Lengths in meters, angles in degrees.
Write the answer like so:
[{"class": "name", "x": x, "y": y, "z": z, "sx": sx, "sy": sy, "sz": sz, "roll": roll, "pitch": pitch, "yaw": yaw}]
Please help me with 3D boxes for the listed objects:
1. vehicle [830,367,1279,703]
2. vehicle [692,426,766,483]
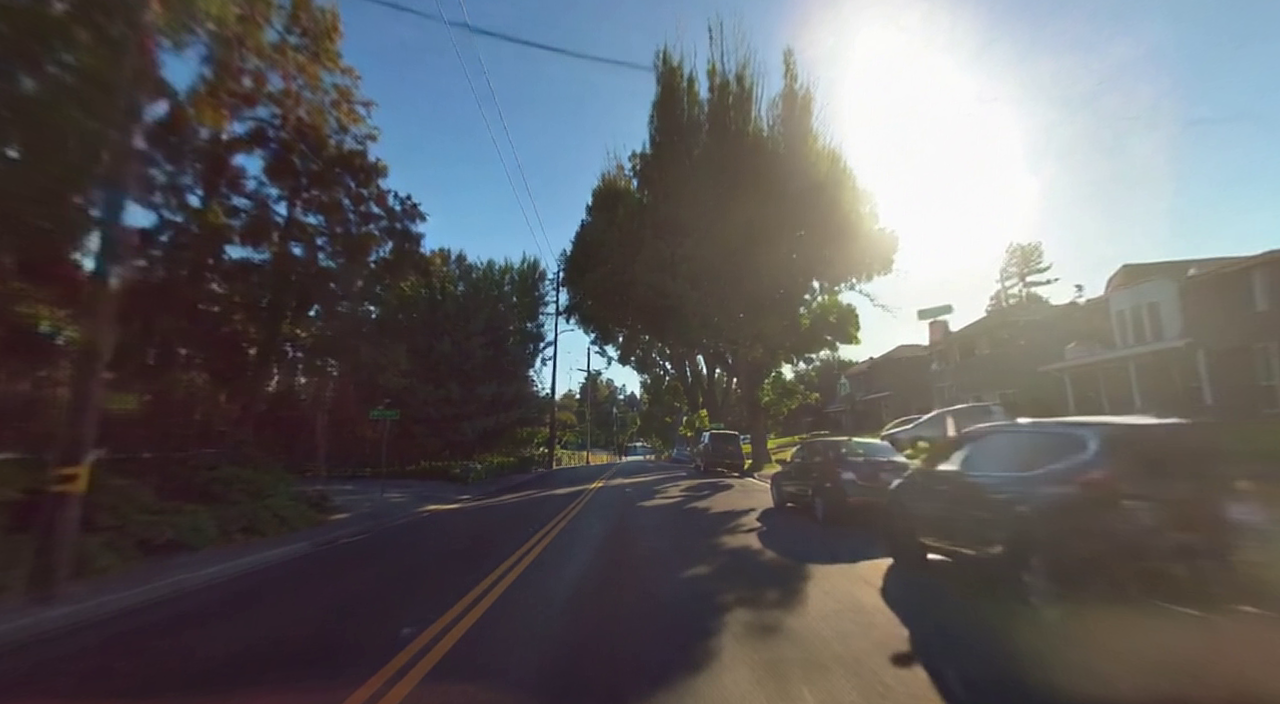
[{"class": "vehicle", "x": 3.311, "y": 1.246, "z": 5.284, "sx": 1.848, "sy": 1.624, "sz": 5.200, "roll": 0, "pitch": -8, "yaw": 0}, {"class": "vehicle", "x": 3.249, "y": 3.877, "z": 24.148, "sx": 2.020, "sy": 1.900, "sz": 5.202, "roll": 0, "pitch": -8, "yaw": -1}]
